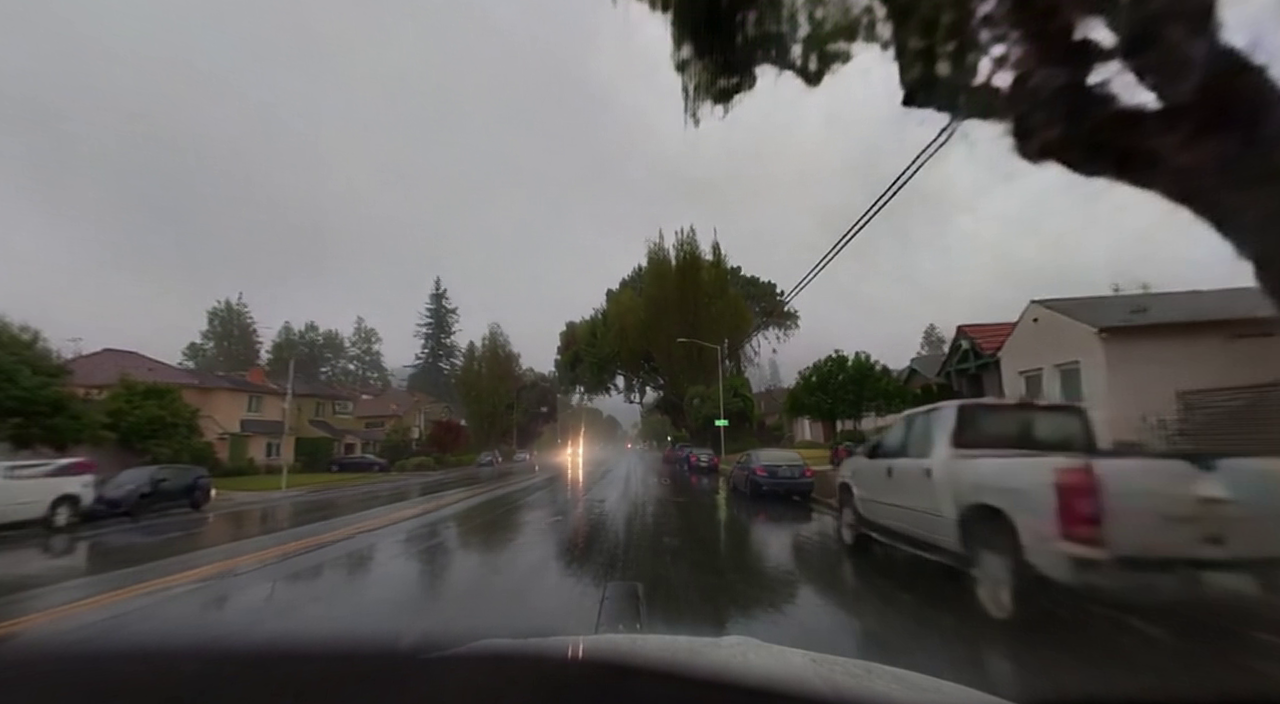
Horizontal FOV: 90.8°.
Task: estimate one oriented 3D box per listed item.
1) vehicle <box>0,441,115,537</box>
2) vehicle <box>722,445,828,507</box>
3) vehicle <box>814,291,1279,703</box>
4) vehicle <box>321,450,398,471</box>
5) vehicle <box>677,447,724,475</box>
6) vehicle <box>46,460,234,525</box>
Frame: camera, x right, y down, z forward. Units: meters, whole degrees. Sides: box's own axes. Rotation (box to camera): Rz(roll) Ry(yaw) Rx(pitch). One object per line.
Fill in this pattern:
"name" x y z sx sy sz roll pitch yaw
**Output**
"vehicle" -13.915 2.853 12.769 2.213 1.903 5.326 -4 -9 -2
"vehicle" 3.502 3.295 17.328 2.009 1.468 4.414 0 -8 1
"vehicle" 3.601 1.202 5.637 2.327 2.026 6.259 0 -8 0
"vehicle" -21.317 8.279 48.096 4.870 1.529 2.004 0 -9 0
"vehicle" 3.330 6.145 35.985 2.158 1.477 5.135 0 -8 0
"vehicle" -13.908 3.890 17.987 1.798 1.486 4.353 0 -8 -1
